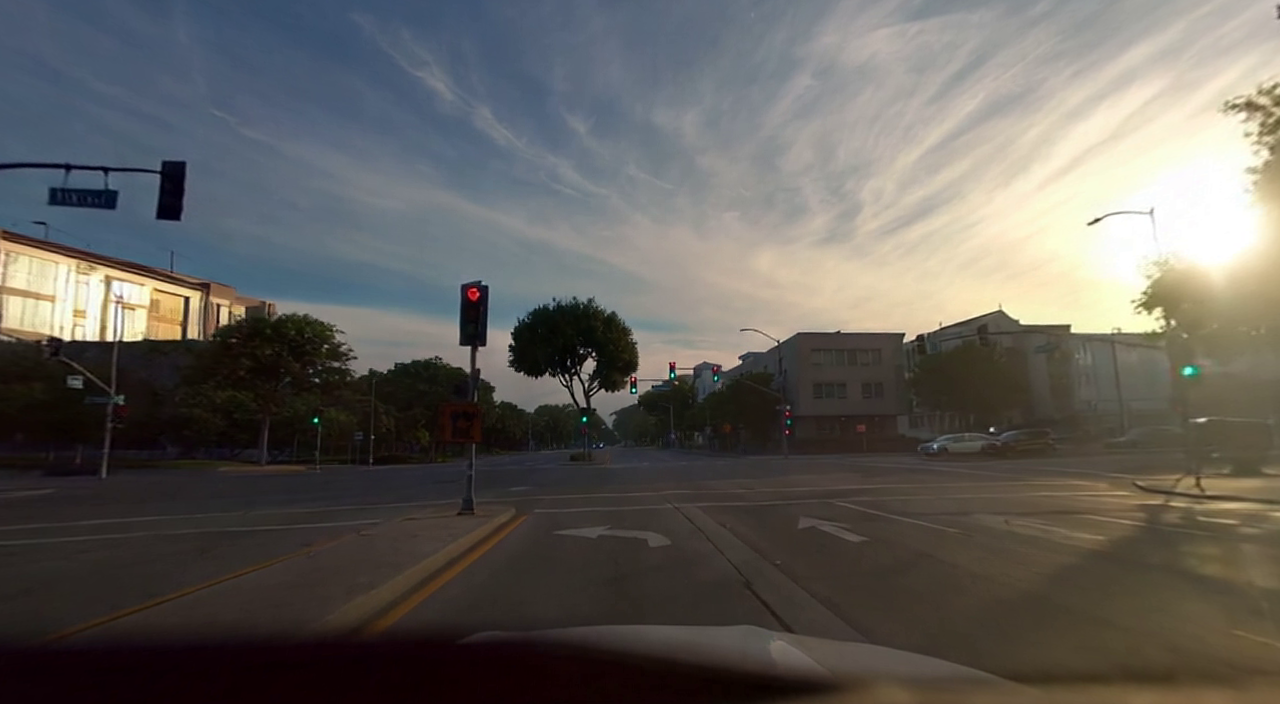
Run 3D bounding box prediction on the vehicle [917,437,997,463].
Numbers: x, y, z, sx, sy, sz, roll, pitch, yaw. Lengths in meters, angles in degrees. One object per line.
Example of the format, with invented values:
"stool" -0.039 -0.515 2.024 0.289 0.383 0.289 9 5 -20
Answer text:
"vehicle" 21.191 6.543 42.106 4.769 1.634 1.884 3 -9 -20
